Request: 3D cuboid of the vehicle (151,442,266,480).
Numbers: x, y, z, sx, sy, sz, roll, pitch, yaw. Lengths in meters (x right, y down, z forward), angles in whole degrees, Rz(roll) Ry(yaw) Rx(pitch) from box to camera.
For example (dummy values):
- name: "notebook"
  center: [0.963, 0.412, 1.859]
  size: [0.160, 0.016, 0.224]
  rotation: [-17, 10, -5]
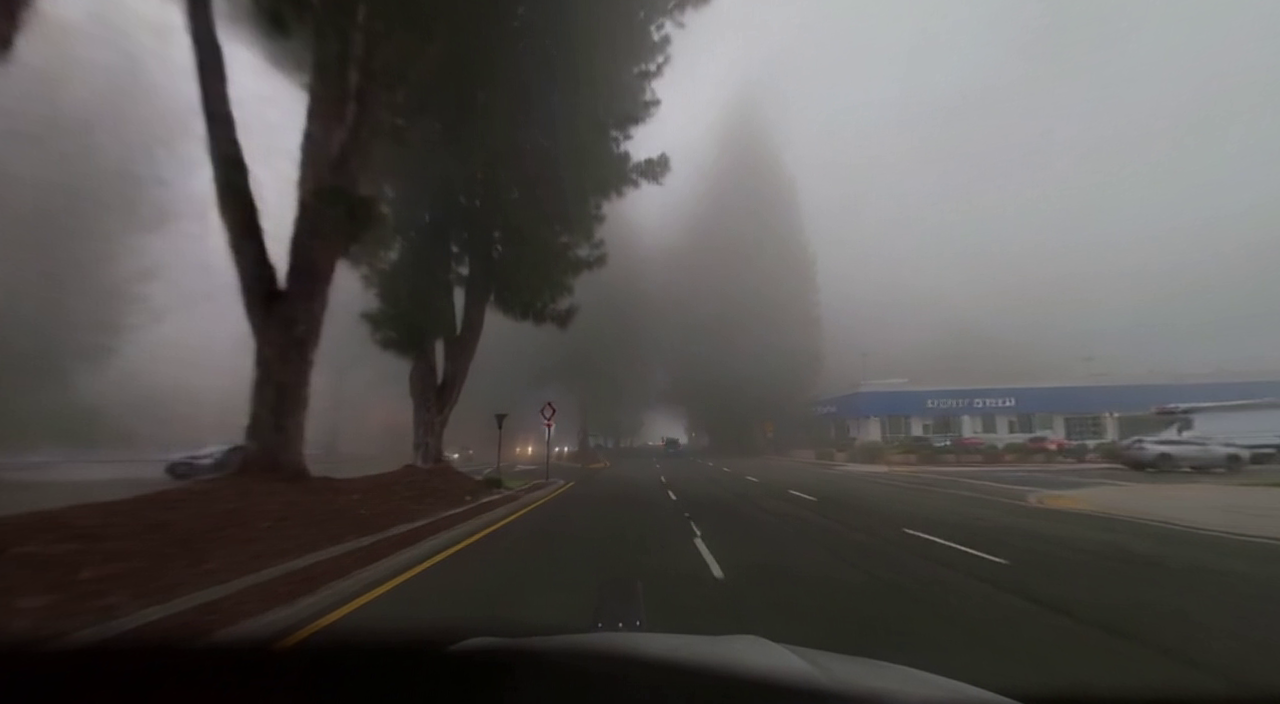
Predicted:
- name: "vehicle"
  center: [-18.310, 4.632, 27.084]
  size: [1.881, 1.507, 4.234]
  rotation: [0, -9, 0]

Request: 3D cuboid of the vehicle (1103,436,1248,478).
- name: "vehicle"
  center: [21.666, 4.241, 25.656]
  size: [4.319, 1.624, 1.988]
  rotation: [1, -9, -7]

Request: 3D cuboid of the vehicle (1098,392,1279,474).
- name: "vehicle"
  center: [29.910, 3.986, 31.696]
  size: [11.456, 3.682, 3.010]
  rotation: [-2, -7, -2]

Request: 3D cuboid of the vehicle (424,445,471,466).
- name: "vehicle"
  center: [-14.354, 7.727, 47.388]
  size: [1.967, 1.453, 4.539]
  rotation: [0, -9, 2]
